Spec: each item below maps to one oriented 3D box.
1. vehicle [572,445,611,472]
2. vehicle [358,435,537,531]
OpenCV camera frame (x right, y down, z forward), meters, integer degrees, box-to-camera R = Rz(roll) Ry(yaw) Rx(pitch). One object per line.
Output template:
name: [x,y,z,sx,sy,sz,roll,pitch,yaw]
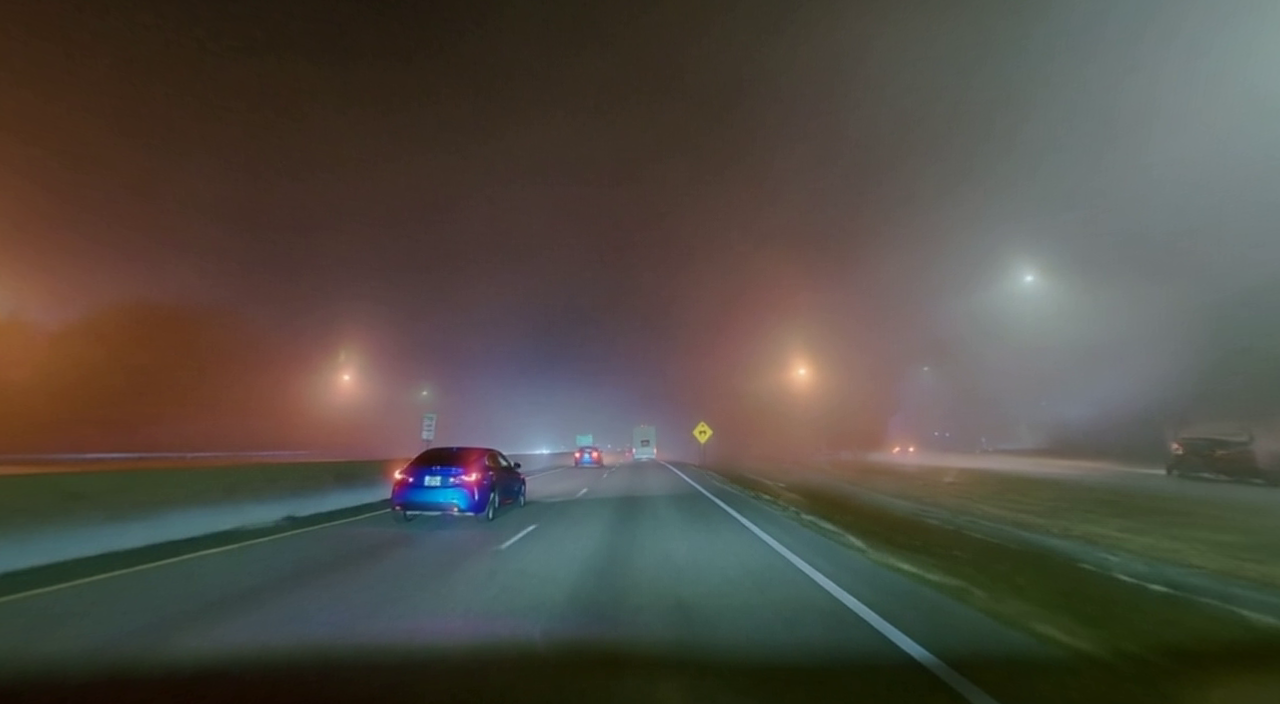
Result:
vehicle: [-2.808,6.243,37.100,1.965,1.459,4.145,0,-9,0]
vehicle: [-3.448,2.443,12.383,2.012,1.510,4.672,0,-9,0]
